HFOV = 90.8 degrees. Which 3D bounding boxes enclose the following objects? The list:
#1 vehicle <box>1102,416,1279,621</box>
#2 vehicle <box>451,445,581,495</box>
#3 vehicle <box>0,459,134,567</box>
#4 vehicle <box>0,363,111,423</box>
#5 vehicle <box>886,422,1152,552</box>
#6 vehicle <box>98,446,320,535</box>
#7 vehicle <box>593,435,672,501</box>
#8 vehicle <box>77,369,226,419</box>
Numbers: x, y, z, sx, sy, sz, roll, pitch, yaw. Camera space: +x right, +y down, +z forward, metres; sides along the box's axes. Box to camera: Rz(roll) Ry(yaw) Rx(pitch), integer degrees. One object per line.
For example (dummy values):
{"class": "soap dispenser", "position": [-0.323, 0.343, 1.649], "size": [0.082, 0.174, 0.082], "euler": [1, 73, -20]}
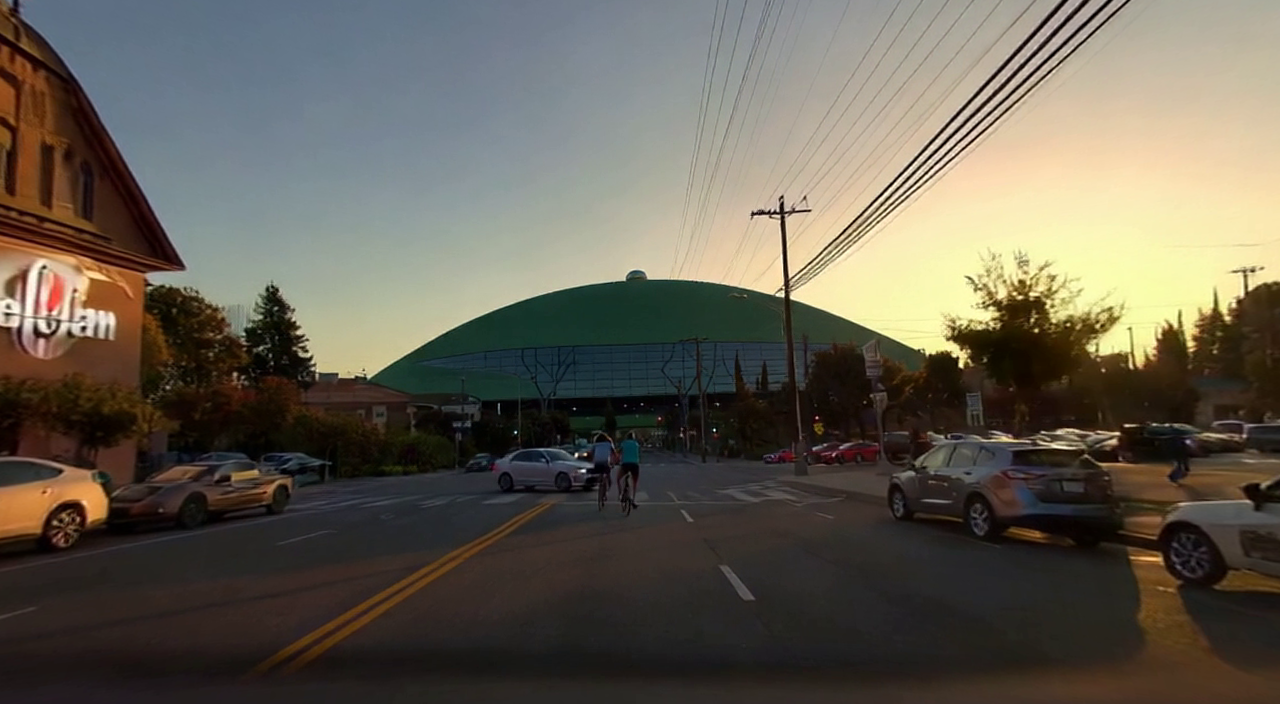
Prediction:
{"class": "vehicle", "position": [5.894, 1.255, 4.666], "size": [1.900, 1.566, 3.995], "euler": [0, -8, 0]}
{"class": "vehicle", "position": [-5.040, 4.740, 25.742], "size": [4.961, 1.832, 2.287], "euler": [2, -9, -13]}
{"class": "vehicle", "position": [-10.217, 2.374, 9.205], "size": [1.904, 1.495, 4.585], "euler": [0, -8, -1]}
{"class": "vehicle", "position": [-17.262, 1.169, 17.400], "size": [3.750, 1.495, 1.727], "euler": [-1, -8, -2]}
{"class": "vehicle", "position": [5.834, 2.093, 10.461], "size": [1.873, 1.714, 3.979], "euler": [0, -8, -1]}
{"class": "vehicle", "position": [-10.283, 3.276, 15.727], "size": [2.075, 1.816, 4.900], "euler": [0, -8, -1]}
{"class": "vehicle", "position": [-0.175, 3.505, 19.473], "size": [2.190, 1.783, 4.048], "euler": [0, -8, 1]}
{"class": "vehicle", "position": [-17.108, 1.506, 22.269], "size": [3.685, 1.584, 1.708], "euler": [1, -9, -3]}
